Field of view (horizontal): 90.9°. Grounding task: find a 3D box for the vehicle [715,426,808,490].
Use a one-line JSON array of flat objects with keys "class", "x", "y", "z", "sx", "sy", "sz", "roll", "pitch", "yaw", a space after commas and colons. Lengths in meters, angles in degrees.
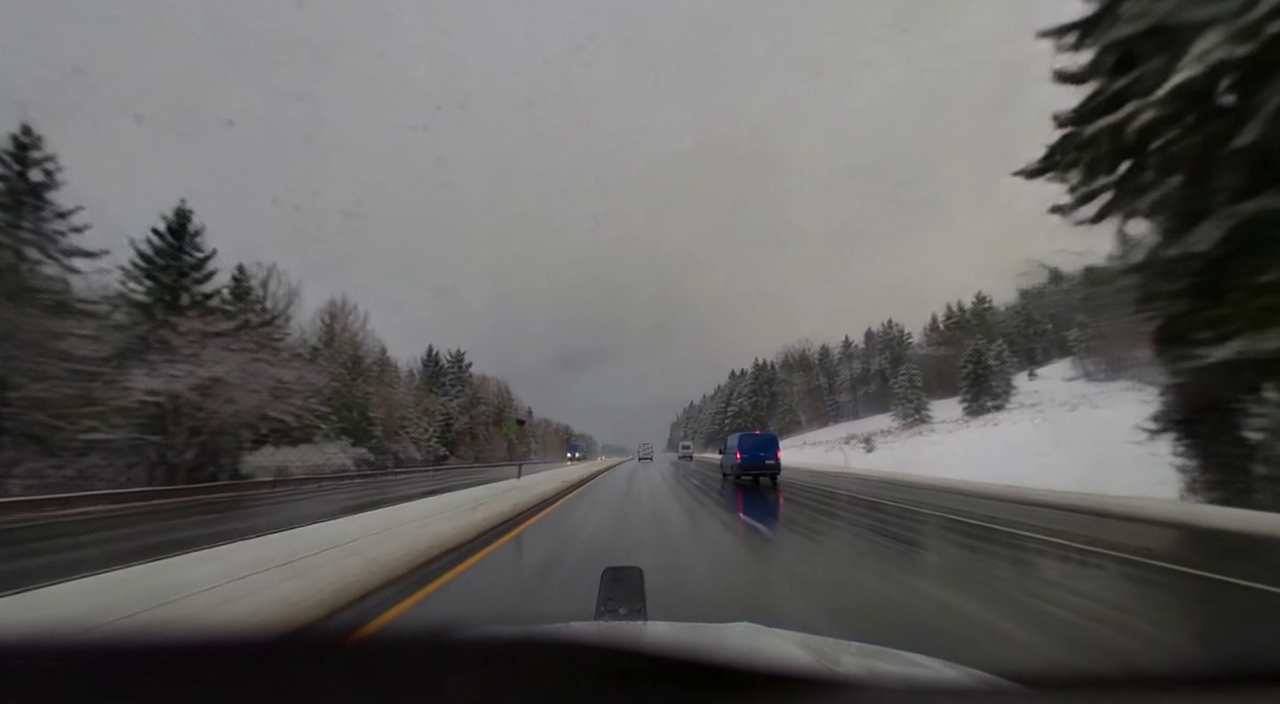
[{"class": "vehicle", "x": 4.285, "y": 3.862, "z": 23.138, "sx": 2.371, "sy": 2.045, "sz": 4.768, "roll": 0, "pitch": -9, "yaw": -1}]
